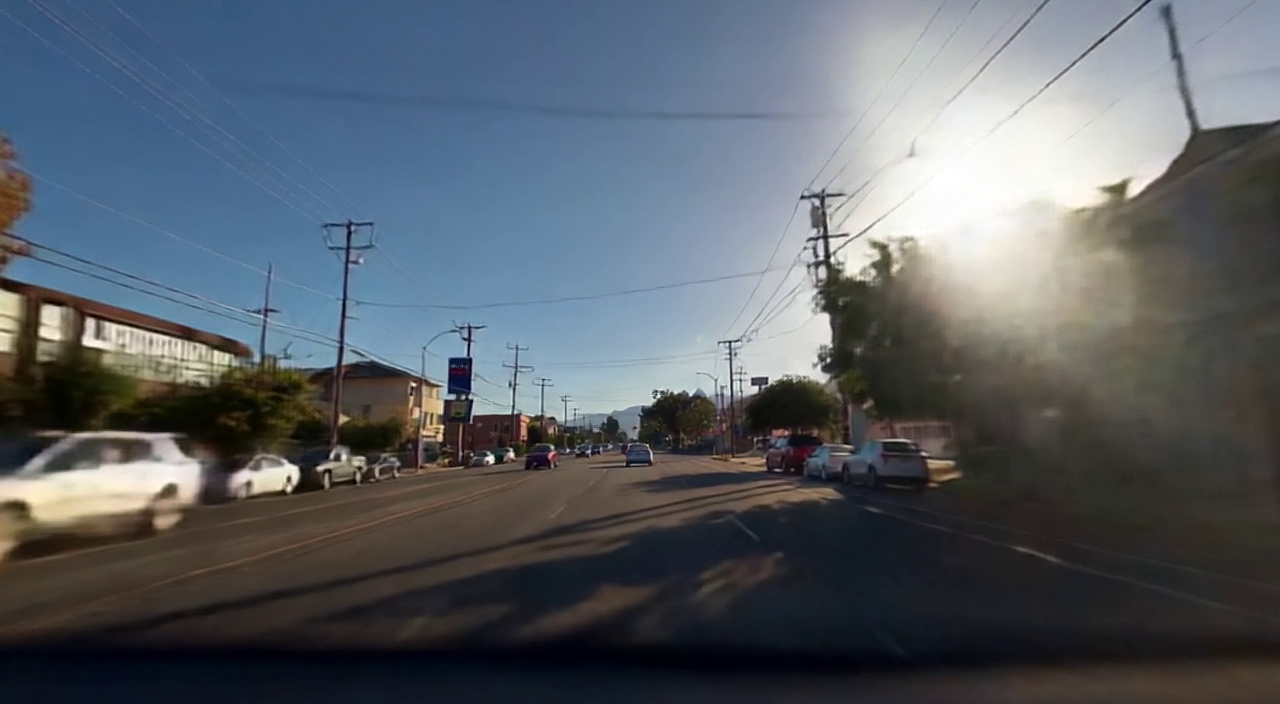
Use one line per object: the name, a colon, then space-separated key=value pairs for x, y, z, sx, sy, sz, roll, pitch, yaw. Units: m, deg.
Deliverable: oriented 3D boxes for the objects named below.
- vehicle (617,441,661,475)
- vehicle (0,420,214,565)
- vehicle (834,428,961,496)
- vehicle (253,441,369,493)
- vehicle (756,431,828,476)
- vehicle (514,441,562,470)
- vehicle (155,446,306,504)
vehicle: x=-0.074 y=5.263 z=31.710 sx=2.067 sy=1.547 sz=4.513 roll=0 pitch=-8 yaw=0
vehicle: x=-9.472 y=2.111 z=10.054 sx=2.048 sy=1.890 sz=4.780 roll=0 pitch=-8 yaw=-1
vehicle: x=7.901 y=3.409 z=19.936 sx=2.026 sy=1.851 sz=4.360 roll=0 pitch=-8 yaw=-2
vehicle: x=-14.278 y=4.960 z=27.939 sx=2.138 sy=1.906 sz=5.692 roll=-3 pitch=-8 yaw=-1
vehicle: x=7.629 y=5.153 z=32.348 sx=2.257 sy=2.072 sz=5.376 roll=0 pitch=-8 yaw=-1
vehicle: x=-6.344 y=6.518 z=39.990 sx=2.254 sy=1.732 sz=4.571 roll=0 pitch=-8 yaw=0
vehicle: x=-14.207 y=4.232 z=22.396 sx=2.041 sy=1.789 sz=5.070 roll=0 pitch=-8 yaw=-2
